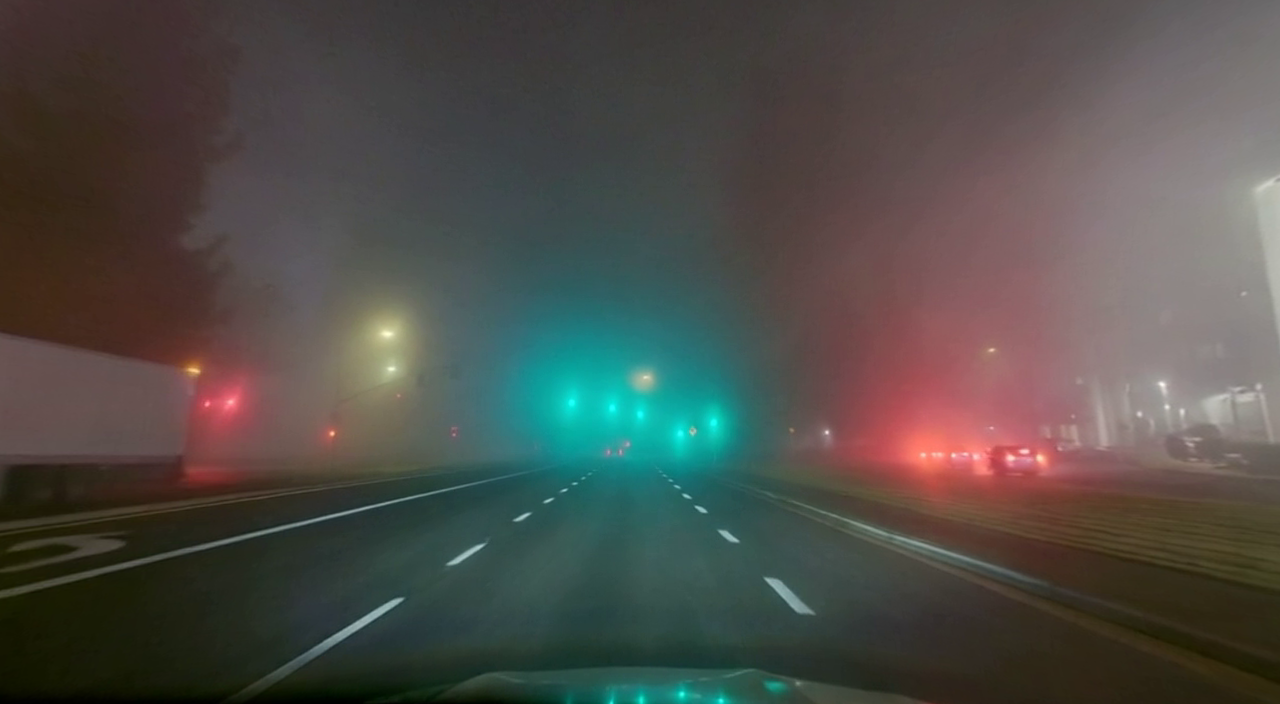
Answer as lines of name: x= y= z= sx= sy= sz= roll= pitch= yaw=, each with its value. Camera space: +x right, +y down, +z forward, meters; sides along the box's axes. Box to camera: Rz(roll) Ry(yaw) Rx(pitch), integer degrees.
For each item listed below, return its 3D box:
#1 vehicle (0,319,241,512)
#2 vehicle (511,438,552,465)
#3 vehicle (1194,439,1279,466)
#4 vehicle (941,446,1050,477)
vehicle: x=-15.189 y=1.333 z=13.297 sx=2.978 sy=4.087 sz=16.920 roll=0 pitch=-8 yaw=-1
vehicle: x=-7.115 y=6.555 z=41.924 sx=1.946 sy=1.680 sz=4.203 roll=0 pitch=-8 yaw=0
vehicle: x=34.215 y=5.577 z=35.111 sx=4.593 sy=1.460 sz=1.926 roll=-3 pitch=-9 yaw=16
vehicle: x=18.299 y=5.647 z=32.732 sx=4.455 sy=1.475 sz=1.971 roll=-2 pitch=-9 yaw=14
